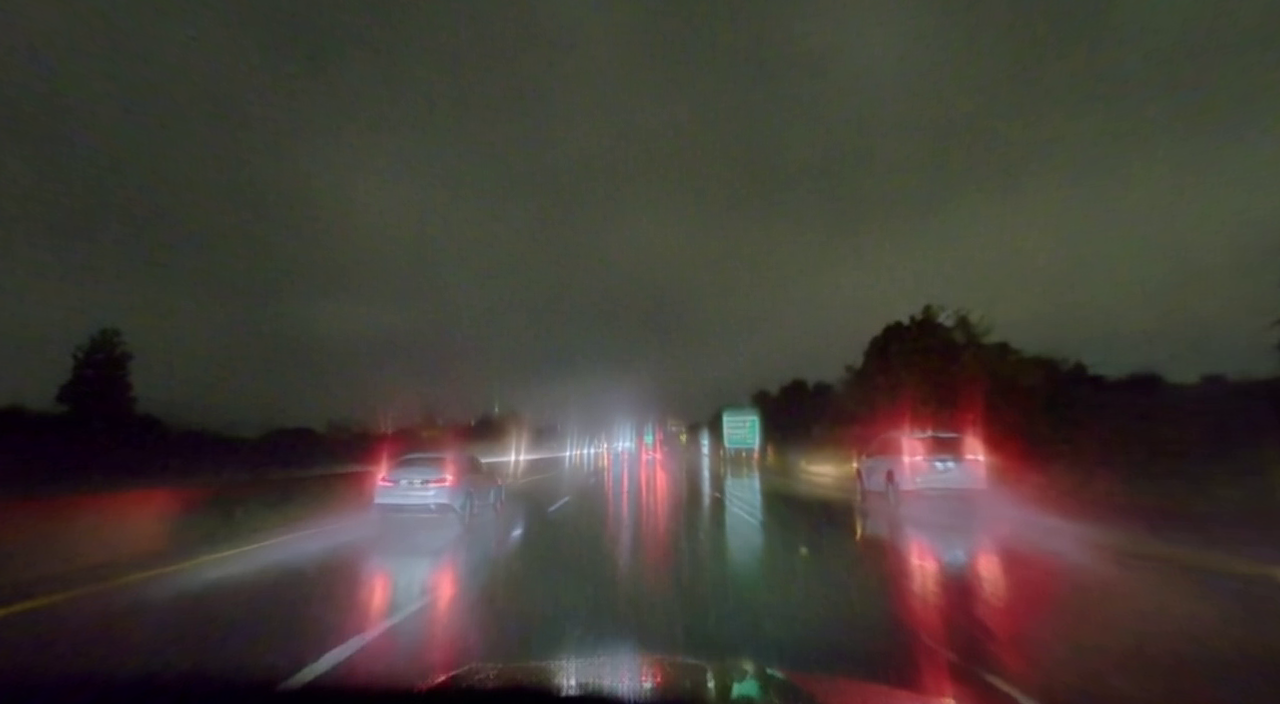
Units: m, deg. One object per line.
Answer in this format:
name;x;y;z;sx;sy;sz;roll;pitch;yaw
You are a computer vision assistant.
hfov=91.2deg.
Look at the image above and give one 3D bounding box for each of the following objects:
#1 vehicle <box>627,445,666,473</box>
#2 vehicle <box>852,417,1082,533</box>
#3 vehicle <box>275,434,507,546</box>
vehicle;0.442;6.505;38.488;1.969;1.595;3.964;-1;-8;6
vehicle;5.484;2.118;11.312;2.143;1.667;4.221;-1;-9;5
vehicle;-4.110;2.325;11.305;2.084;1.594;4.219;-1;-8;6
